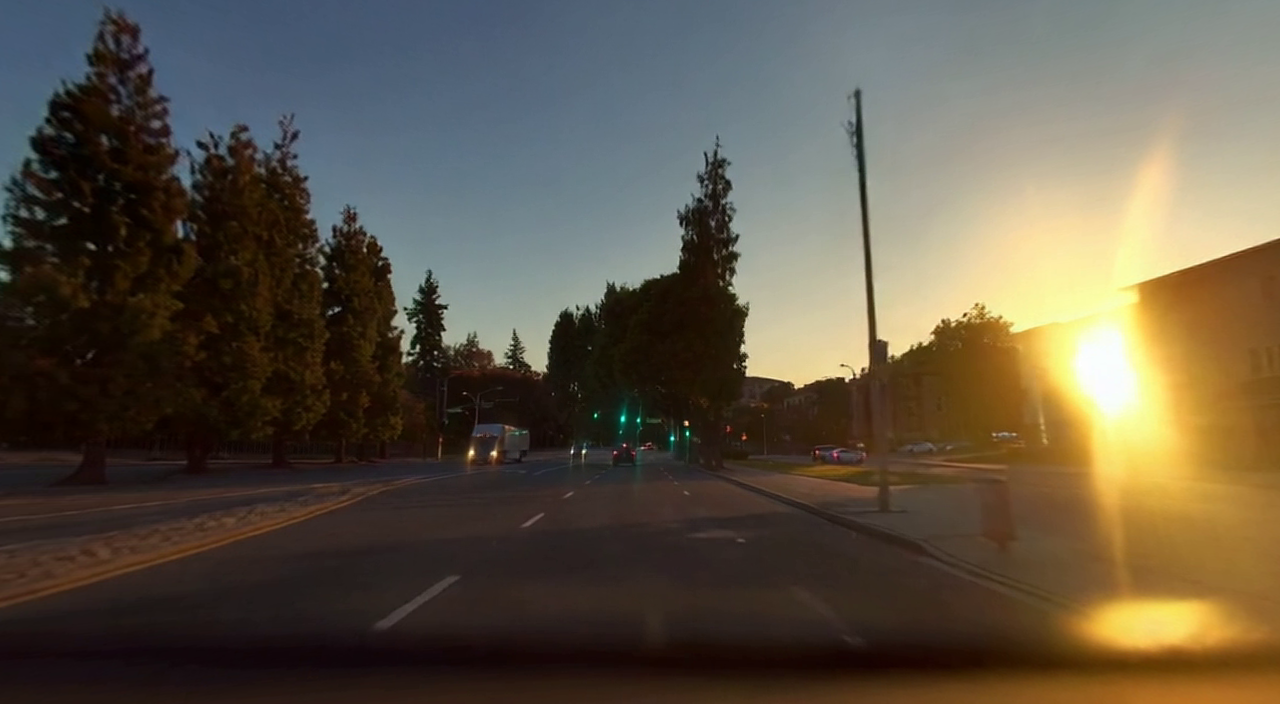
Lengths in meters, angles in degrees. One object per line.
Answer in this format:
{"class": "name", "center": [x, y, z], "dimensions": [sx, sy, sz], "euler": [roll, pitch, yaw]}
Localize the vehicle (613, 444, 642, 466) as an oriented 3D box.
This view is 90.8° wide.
{"class": "vehicle", "center": [-0.888, 7.704, 47.435], "dimensions": [2.011, 1.498, 4.914], "euler": [0, -9, 1]}
